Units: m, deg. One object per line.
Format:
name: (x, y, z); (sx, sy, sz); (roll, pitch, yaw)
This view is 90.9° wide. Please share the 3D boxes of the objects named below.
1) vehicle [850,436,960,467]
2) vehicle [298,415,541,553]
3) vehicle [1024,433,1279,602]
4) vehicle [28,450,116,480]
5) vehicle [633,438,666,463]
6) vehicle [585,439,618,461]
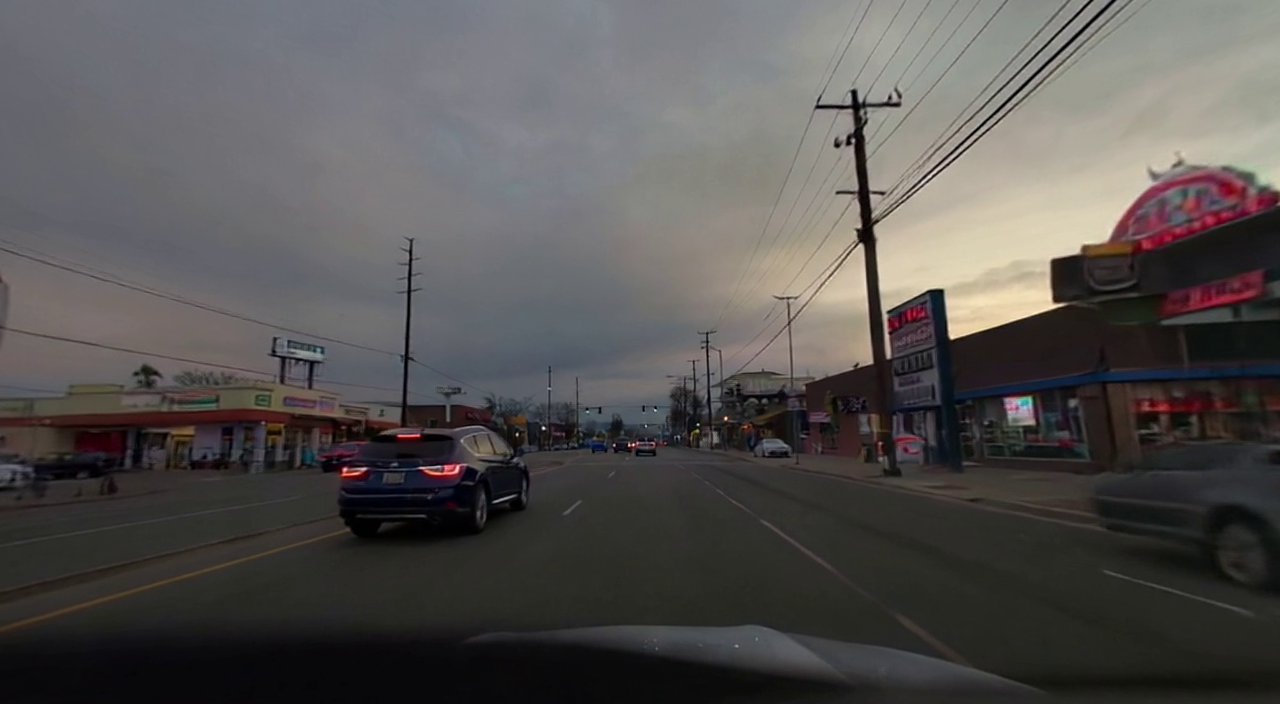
vehicle: (13.425, 5.062, 32.110); (4.707, 1.485, 1.948); (0, -9, -1)
vehicle: (-3.019, 1.924, 9.876); (2.049, 1.646, 4.445); (0, -9, 2)
vehicle: (6.679, 1.726, 7.265); (1.896, 1.497, 4.032); (0, -9, -1)
vehicle: (-32.406, 6.444, 35.949); (4.435, 1.483, 1.990); (-5, -8, 24)
vehicle: (0.625, 6.348, 40.664); (2.037, 1.484, 4.073); (0, -9, 1)
vehicle: (-2.745, 7.085, 45.584); (1.950, 1.450, 4.257); (0, -9, 2)
